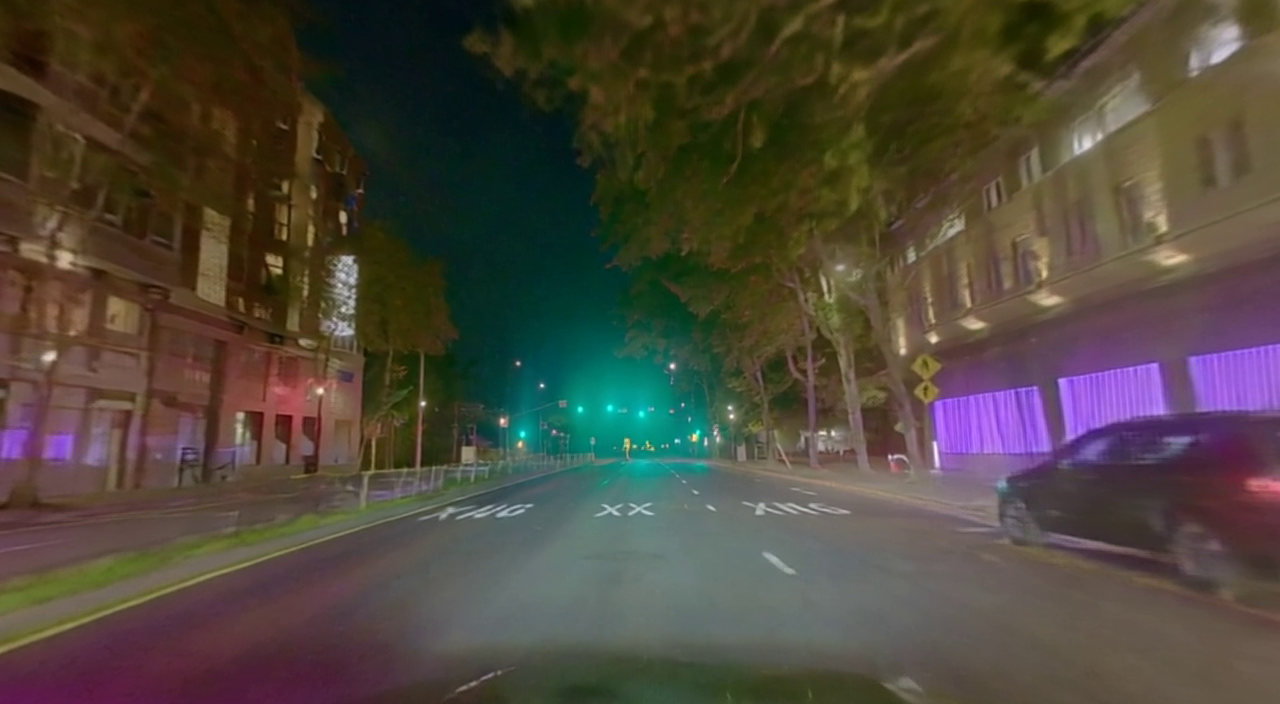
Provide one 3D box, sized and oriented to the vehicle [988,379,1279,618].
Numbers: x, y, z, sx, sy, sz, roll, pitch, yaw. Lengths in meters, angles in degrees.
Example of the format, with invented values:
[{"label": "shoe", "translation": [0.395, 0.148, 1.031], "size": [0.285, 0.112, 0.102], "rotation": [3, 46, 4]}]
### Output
[{"label": "vehicle", "translation": [6.123, 1.386, 6.460], "size": [2.112, 1.894, 4.910], "rotation": [0, -9, -2]}]
